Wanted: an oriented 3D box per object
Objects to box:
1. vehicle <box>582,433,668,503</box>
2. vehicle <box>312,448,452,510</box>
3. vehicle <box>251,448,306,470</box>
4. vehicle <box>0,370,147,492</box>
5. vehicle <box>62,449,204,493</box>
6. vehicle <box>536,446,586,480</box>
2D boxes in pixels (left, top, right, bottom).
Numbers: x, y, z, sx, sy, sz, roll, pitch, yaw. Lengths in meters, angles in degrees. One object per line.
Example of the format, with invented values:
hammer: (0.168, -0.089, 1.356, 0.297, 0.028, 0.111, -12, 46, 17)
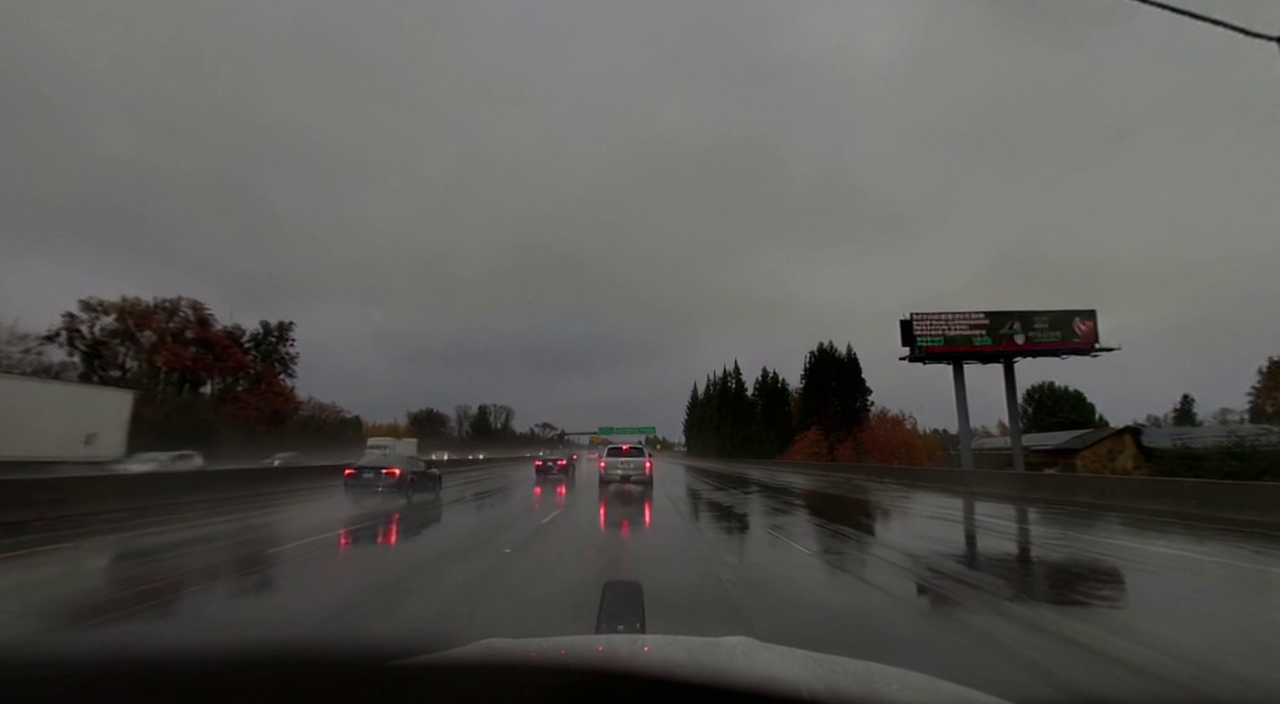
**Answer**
vehicle: (-0.387, 3.269, 18.204, 2.127, 1.749, 4.776, 0, -9, 0)
vehicle: (-6.989, 3.459, 17.708, 1.892, 1.468, 4.792, 0, -9, 0)
vehicle: (-27.076, 8.034, 47.300, 1.795, 1.541, 4.027, 0, -9, -1)
vehicle: (-22.634, 2.311, 18.904, 2.883, 4.004, 16.498, 0, -9, -2)
vehicle: (-19.129, 4.486, 24.064, 1.904, 1.482, 4.207, 0, -9, 0)
vehicle: (-3.796, 5.405, 30.948, 1.889, 1.522, 4.465, 0, -9, 0)
